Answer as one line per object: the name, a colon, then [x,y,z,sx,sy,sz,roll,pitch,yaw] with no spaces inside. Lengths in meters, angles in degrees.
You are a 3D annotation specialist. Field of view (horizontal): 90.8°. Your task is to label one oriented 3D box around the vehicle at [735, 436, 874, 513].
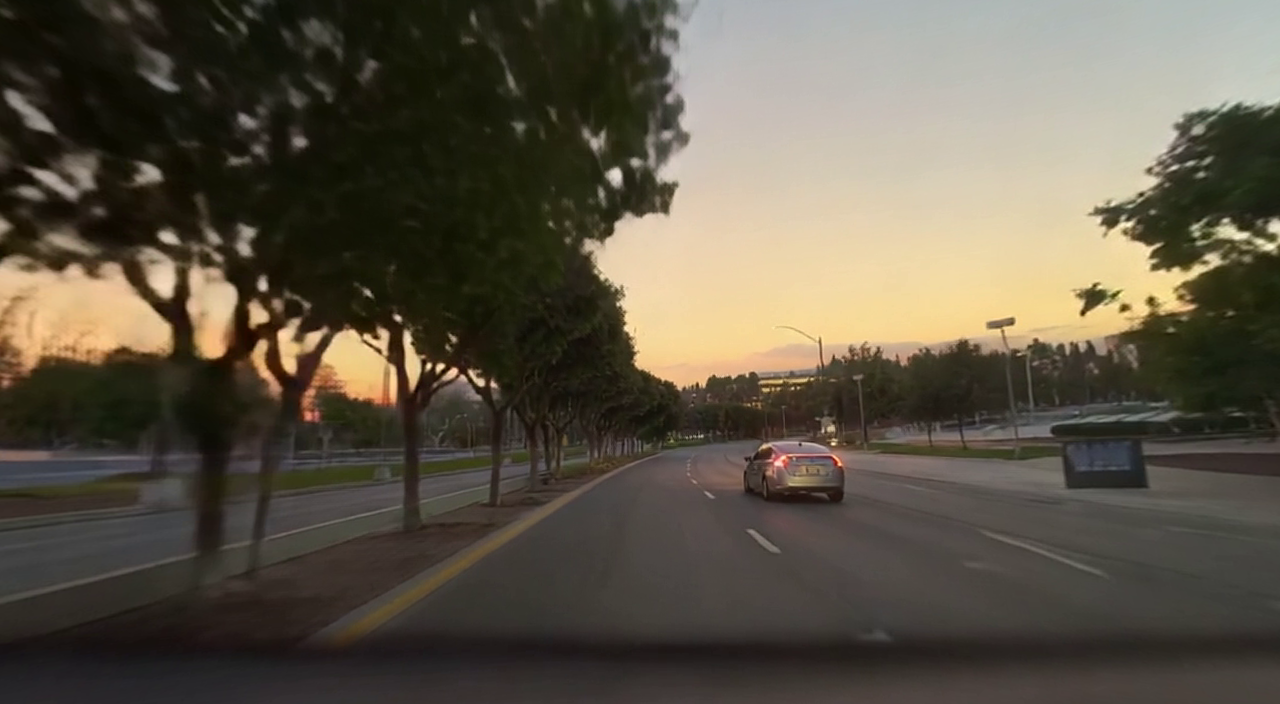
vehicle: [3.553,2.722,14.604,1.928,1.481,4.453,0,-8,-1]
